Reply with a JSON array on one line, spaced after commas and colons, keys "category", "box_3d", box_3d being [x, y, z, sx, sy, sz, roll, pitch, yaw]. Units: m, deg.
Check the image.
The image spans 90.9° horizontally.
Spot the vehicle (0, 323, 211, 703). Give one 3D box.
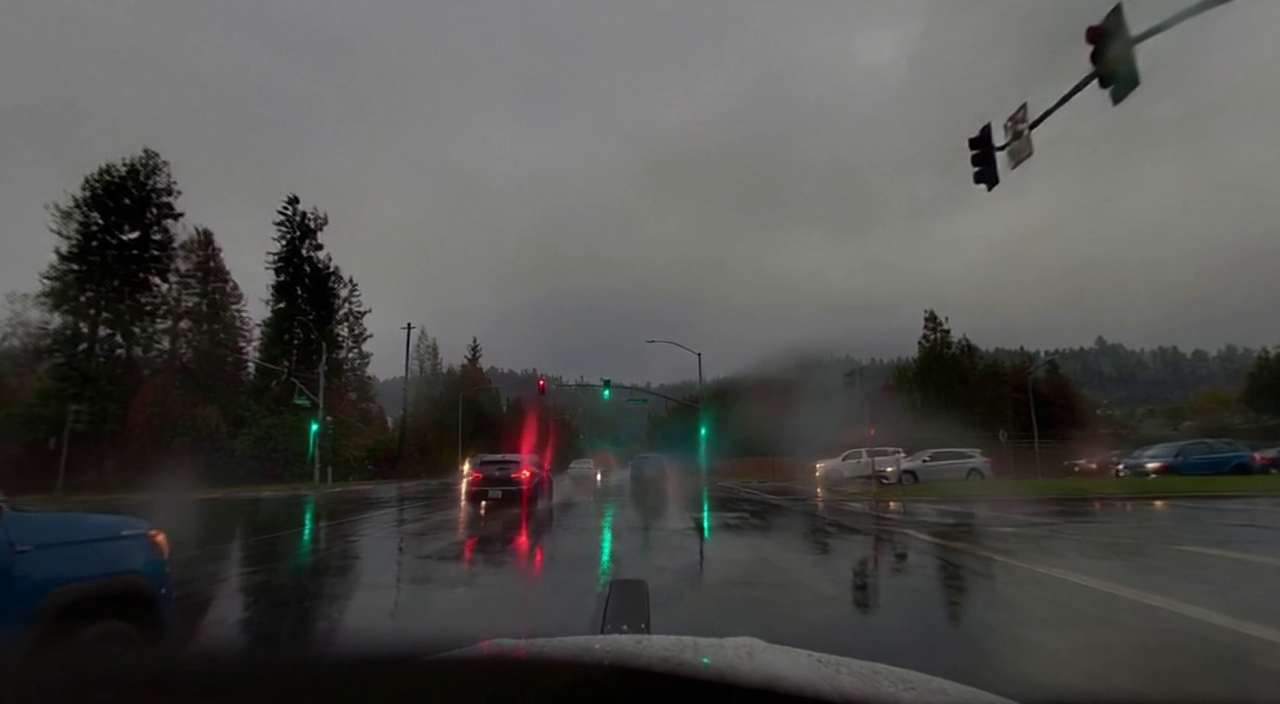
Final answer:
[{"category": "vehicle", "box_3d": [-3.193, 0.590, 0.646, 2.190, 1.766, 4.649, 0, -8, 0]}]

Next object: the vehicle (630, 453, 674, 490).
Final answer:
[{"category": "vehicle", "box_3d": [0.577, 6.078, 32.362, 2.163, 1.678, 3.846, 0, -8, 0]}]

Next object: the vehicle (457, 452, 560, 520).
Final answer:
[{"category": "vehicle", "box_3d": [-3.329, 3.446, 16.675, 1.960, 1.528, 3.490, 0, -8, 0]}]

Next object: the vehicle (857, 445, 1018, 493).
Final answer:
[{"category": "vehicle", "box_3d": [10.989, 4.391, 23.570, 4.875, 1.473, 2.077, -2, -12, -1]}]

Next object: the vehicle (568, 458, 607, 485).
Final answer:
[{"category": "vehicle", "box_3d": [-3.271, 7.542, 40.025, 2.013, 1.474, 4.393, 0, -8, 1]}]

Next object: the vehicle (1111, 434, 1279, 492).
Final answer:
[{"category": "vehicle", "box_3d": [20.986, 4.129, 23.740, 4.585, 1.681, 2.140, -5, -7, 1]}]

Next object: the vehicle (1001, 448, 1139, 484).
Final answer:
[{"category": "vehicle", "box_3d": [18.669, 4.954, 27.540, 4.478, 1.495, 2.063, 0, -8, 0]}]
